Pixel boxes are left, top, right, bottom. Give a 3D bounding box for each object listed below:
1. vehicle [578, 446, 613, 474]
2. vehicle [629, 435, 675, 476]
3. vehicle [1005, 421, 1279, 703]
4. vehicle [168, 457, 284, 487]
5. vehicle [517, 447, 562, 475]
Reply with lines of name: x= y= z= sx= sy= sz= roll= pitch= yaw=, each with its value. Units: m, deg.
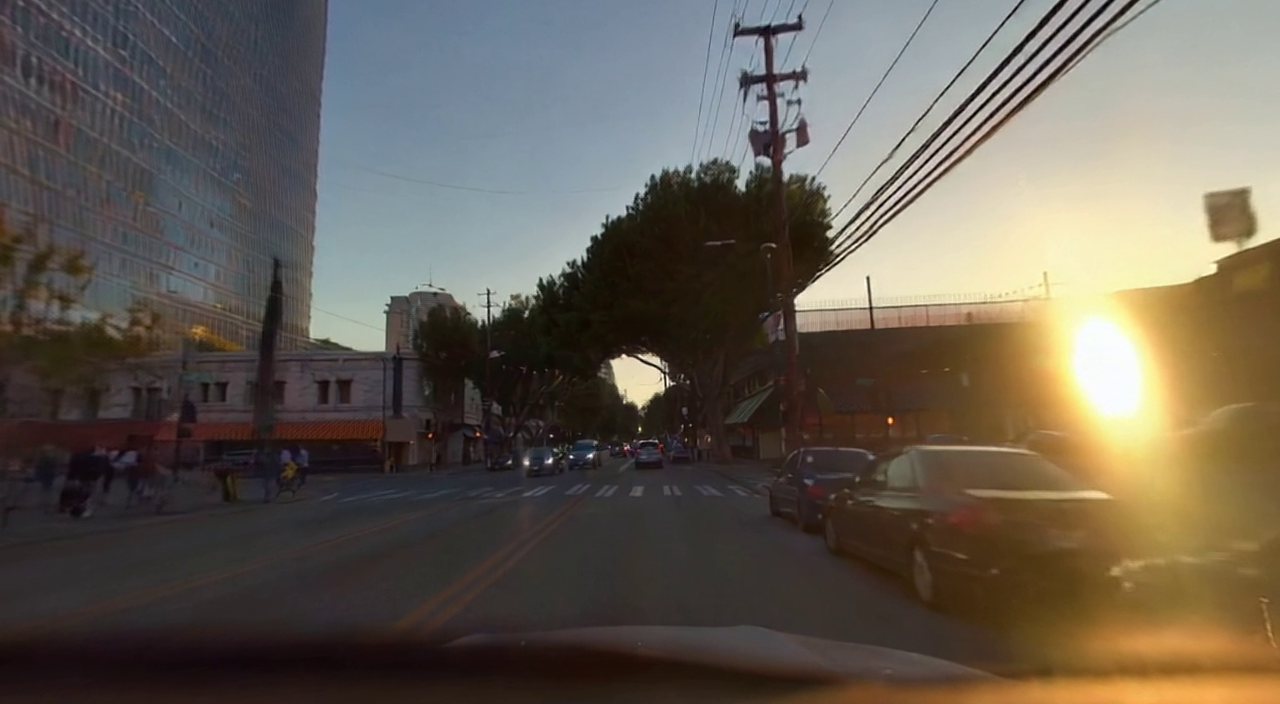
vehicle: x=-2.839 y=6.951 z=41.005 sx=2.026 sy=1.616 sz=4.109 roll=1 pitch=-8 yaw=-1
vehicle: x=0.628 y=5.192 z=31.774 sx=2.127 sy=1.893 sz=4.194 roll=0 pitch=-9 yaw=2
vehicle: x=3.319 y=0.907 z=1.692 sx=2.018 sy=1.474 sz=4.524 roll=0 pitch=-9 yaw=1
vehicle: x=-20.904 y=6.068 z=32.040 sx=4.477 sy=1.439 sz=1.966 roll=0 pitch=-9 yaw=1
vehicle: x=-6.115 y=6.686 z=39.018 sx=2.089 sy=1.578 sz=4.571 roll=0 pitch=-9 yaw=-1
